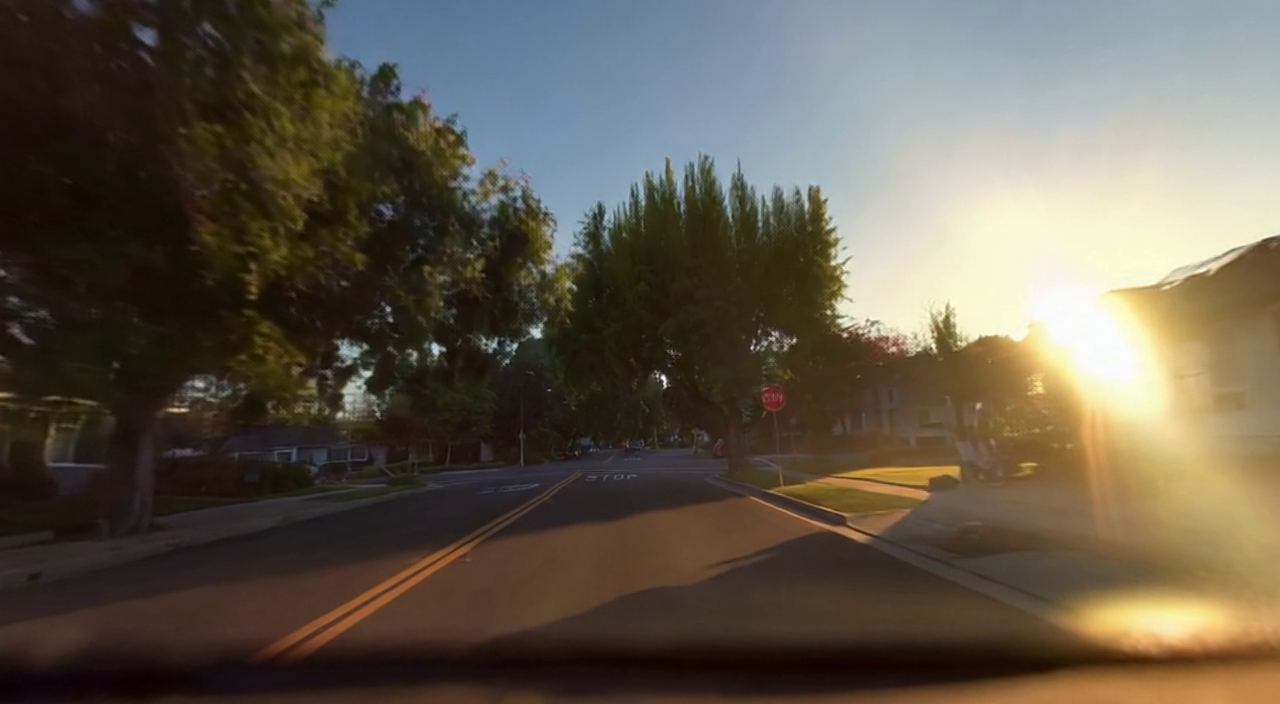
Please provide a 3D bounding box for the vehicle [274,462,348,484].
[{"bbox_3d":[-24.344,8.960,46.870,4.380,1.462,1.864,0,-9,-1],"label":"vehicle"}]
